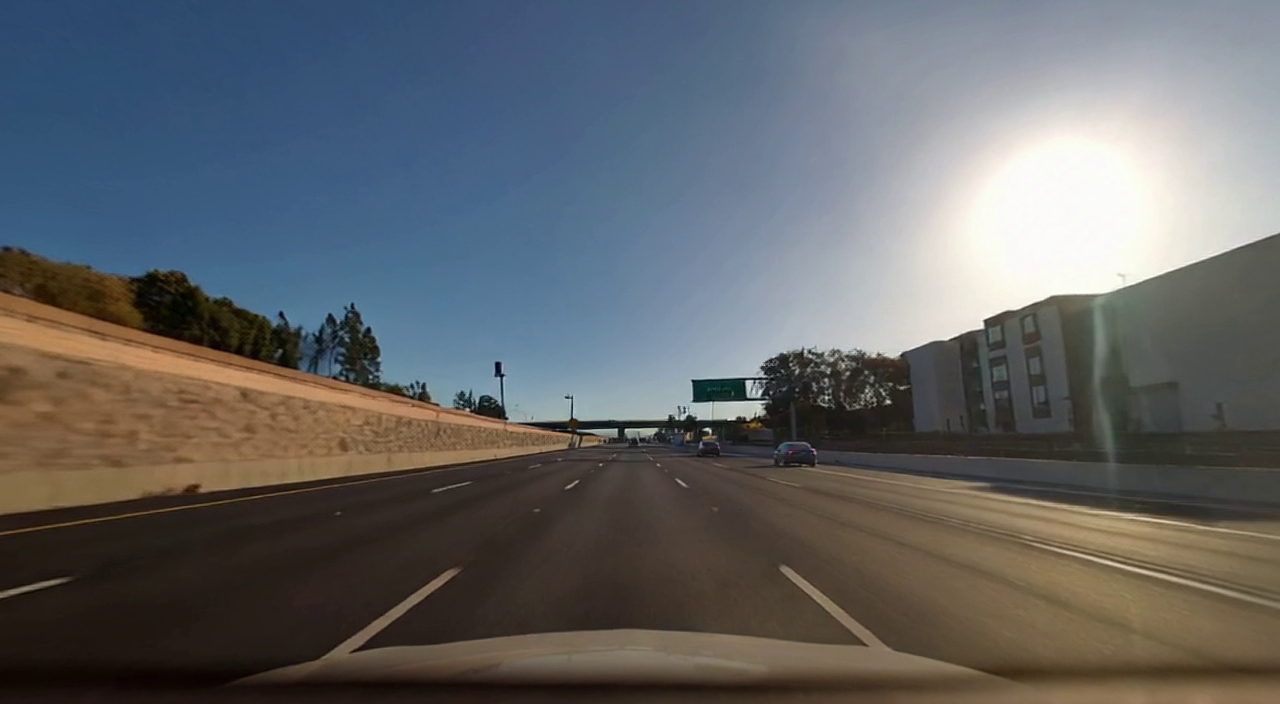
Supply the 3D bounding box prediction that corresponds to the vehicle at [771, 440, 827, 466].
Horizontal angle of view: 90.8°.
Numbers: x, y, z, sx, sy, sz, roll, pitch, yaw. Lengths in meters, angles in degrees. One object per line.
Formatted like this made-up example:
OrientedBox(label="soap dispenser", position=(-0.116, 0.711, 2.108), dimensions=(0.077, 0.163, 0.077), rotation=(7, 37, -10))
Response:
OrientedBox(label="vehicle", position=(10.327, 6.596, 41.482), dimensions=(2.165, 1.636, 5.175), rotation=(0, -8, -2))
